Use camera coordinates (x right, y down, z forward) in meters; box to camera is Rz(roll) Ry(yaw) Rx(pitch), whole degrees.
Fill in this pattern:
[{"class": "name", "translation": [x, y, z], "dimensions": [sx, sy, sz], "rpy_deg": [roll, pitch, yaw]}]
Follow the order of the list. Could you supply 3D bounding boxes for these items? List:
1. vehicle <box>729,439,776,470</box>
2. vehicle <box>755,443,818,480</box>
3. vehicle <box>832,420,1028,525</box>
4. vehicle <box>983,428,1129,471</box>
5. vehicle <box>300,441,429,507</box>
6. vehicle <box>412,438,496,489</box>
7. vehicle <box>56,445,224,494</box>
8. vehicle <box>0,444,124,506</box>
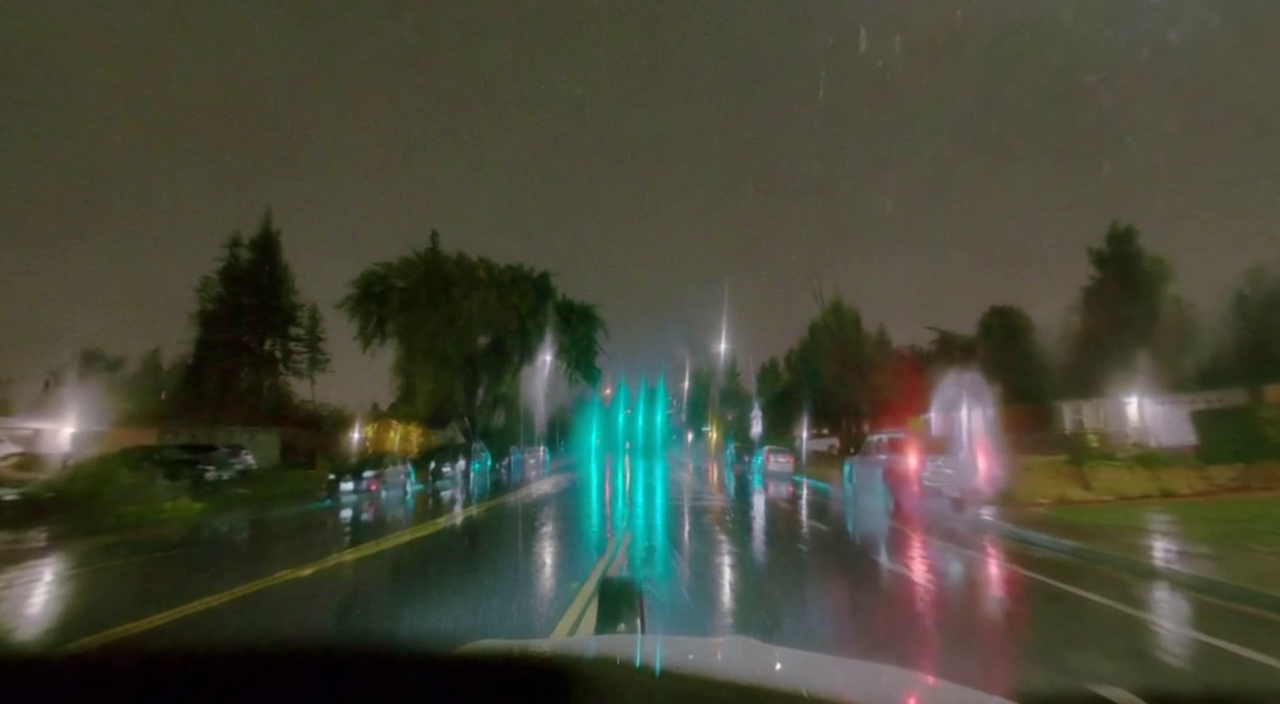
[{"class": "vehicle", "translation": [6.511, 5.987, 37.173], "dimensions": [2.155, 1.668, 4.425], "rpy_deg": [0, -8, 3]}, {"class": "vehicle", "translation": [6.452, 4.866, 28.364], "dimensions": [1.908, 1.477, 4.920], "rpy_deg": [0, -8, 3]}, {"class": "vehicle", "translation": [5.993, 2.540, 13.887], "dimensions": [2.215, 1.886, 4.577], "rpy_deg": [0, -8, 2]}, {"class": "vehicle", "translation": [15.401, 3.641, 23.613], "dimensions": [3.966, 1.500, 1.998], "rpy_deg": [-1, -8, 4]}, {"class": "vehicle", "translation": [-8.950, 4.011, 21.076], "dimensions": [2.117, 1.865, 4.570], "rpy_deg": [-2, -10, 2]}, {"class": "vehicle", "translation": [-8.541, 5.120, 29.513], "dimensions": [2.225, 2.037, 5.158], "rpy_deg": [-4, -8, 2]}, {"class": "vehicle", "translation": [-17.339, 4.068, 22.055], "dimensions": [4.206, 1.578, 1.913], "rpy_deg": [0, -8, 1]}, {"class": "vehicle", "translation": [-17.449, 3.482, 17.765], "dimensions": [4.282, 1.559, 1.929], "rpy_deg": [-3, -10, 4]}]
